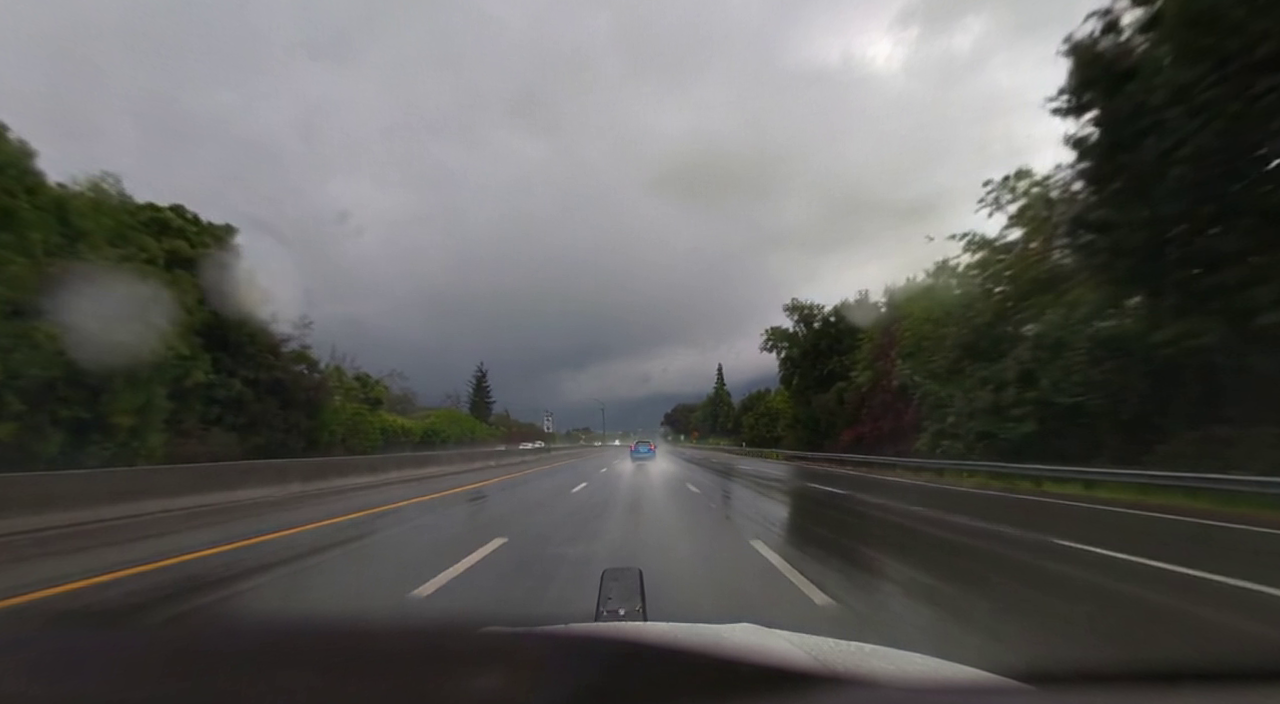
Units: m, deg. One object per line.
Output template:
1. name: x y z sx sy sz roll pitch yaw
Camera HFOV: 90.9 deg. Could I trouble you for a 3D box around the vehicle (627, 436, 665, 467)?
1. vehicle: 0.347 6.313 40.187 2.247 1.825 4.036 -1 -9 0
